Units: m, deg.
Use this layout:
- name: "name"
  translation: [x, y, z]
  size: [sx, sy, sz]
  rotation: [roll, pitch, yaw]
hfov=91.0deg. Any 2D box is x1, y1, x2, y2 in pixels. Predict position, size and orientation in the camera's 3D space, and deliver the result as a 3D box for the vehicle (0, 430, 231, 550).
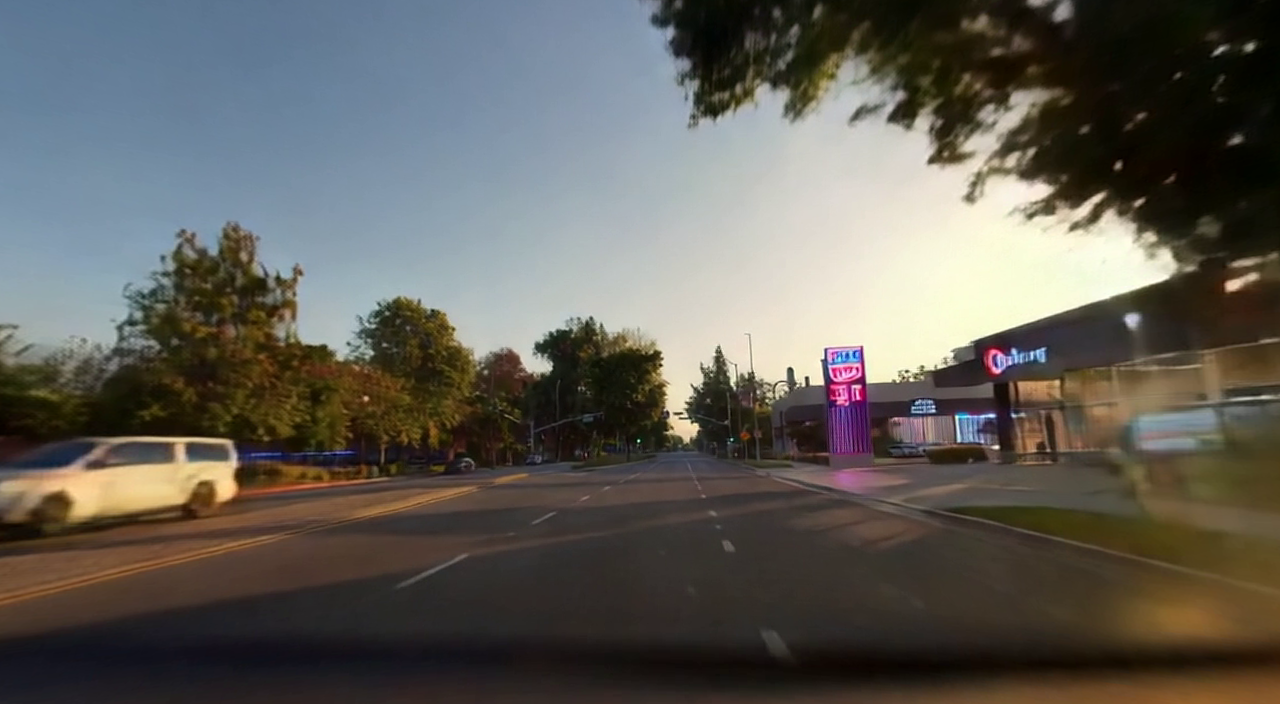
- name: "vehicle"
  translation: [-10.267, 2.416, 11.739]
  size: [2.209, 1.773, 4.481]
  rotation: [0, -9, 0]
